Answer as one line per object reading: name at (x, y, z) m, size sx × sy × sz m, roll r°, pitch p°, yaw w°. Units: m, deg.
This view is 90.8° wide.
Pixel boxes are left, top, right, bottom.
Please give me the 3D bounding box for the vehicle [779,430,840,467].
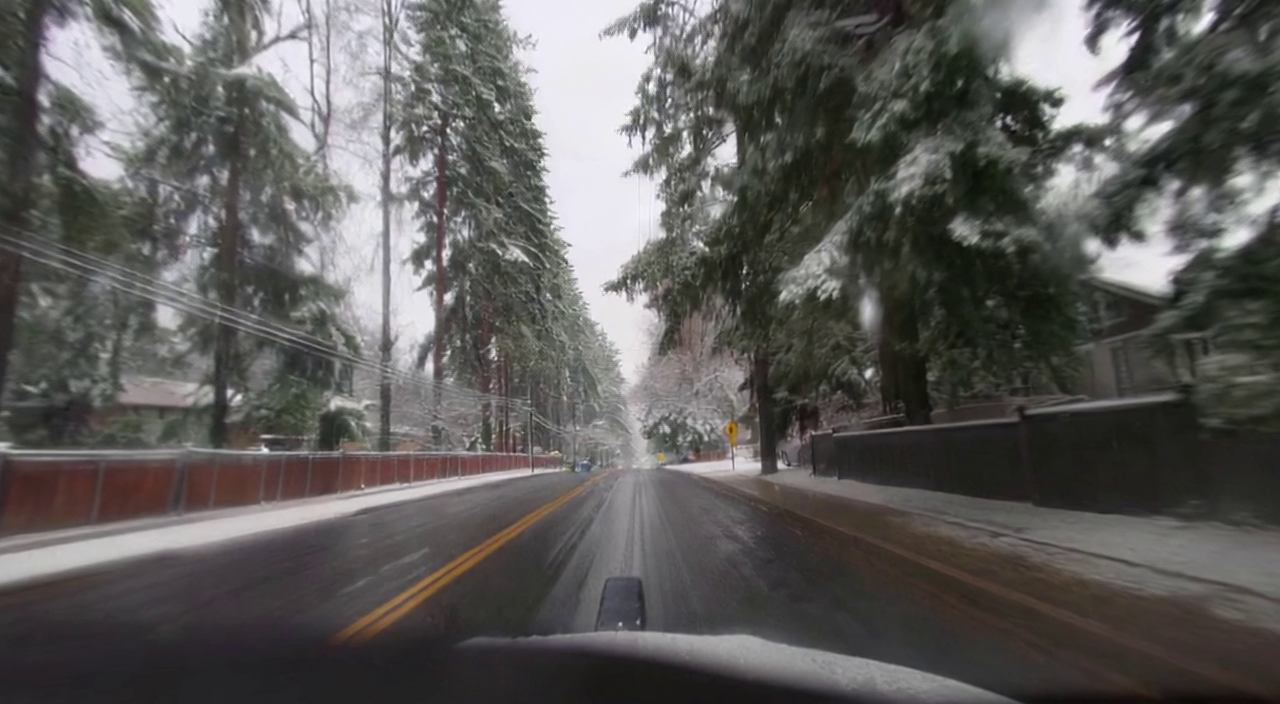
vehicle at (10.071, 5.815, 38.099) m, size 2.335 × 2.028 × 6.172 m, roll -1°, pitch -8°, yaw 4°
